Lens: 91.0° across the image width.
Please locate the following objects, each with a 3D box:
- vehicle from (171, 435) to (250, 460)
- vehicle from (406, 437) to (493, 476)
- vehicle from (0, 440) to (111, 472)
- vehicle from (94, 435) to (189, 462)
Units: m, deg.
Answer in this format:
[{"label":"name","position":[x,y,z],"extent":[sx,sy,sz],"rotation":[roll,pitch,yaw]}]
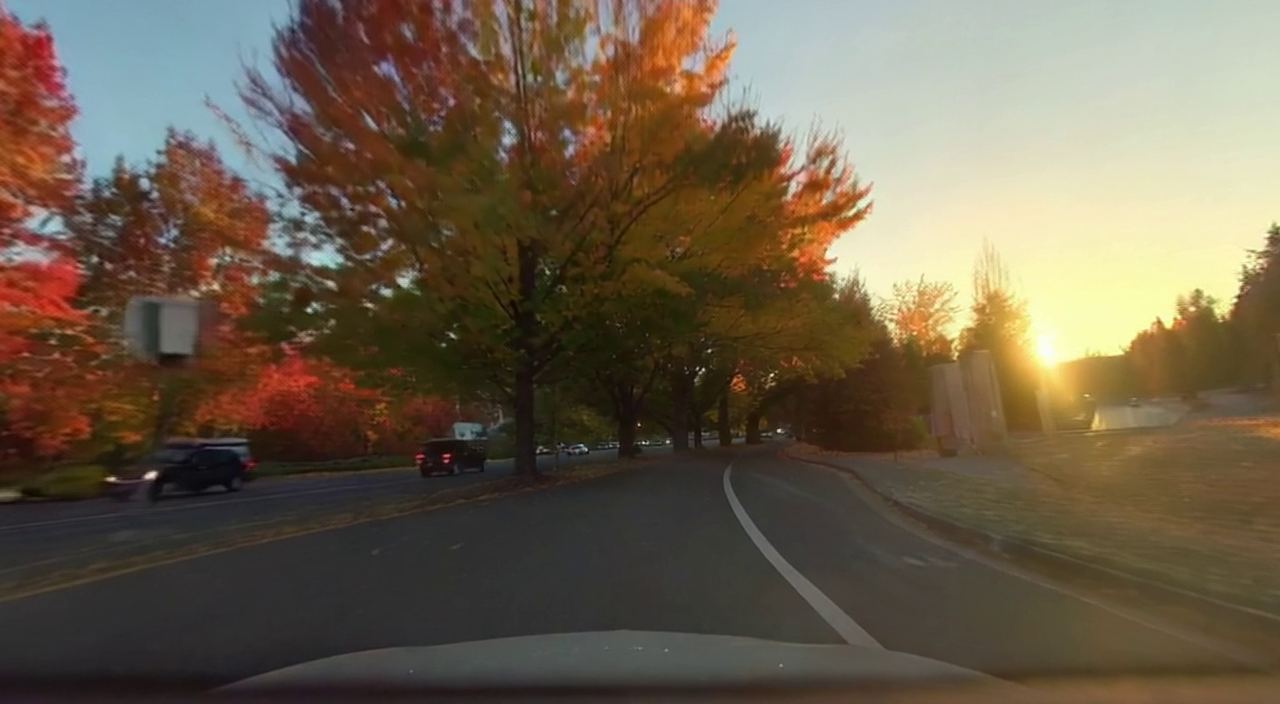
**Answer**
[{"label":"vehicle","position":[-33.865,7.552,49.848],"extent":[1.995,1.819,4.955],"rotation":[-2,-9,15]},{"label":"vehicle","position":[-10.815,5.978,36.239],"extent":[2.368,2.012,5.021],"rotation":[-2,-9,15]},{"label":"vehicle","position":[-36.721,6.575,39.582],"extent":[2.002,1.807,4.962],"rotation":[-4,-10,14]},{"label":"vehicle","position":[-35.407,6.876,44.914],"extent":[1.938,1.773,4.945],"rotation":[-2,-9,15]}]
